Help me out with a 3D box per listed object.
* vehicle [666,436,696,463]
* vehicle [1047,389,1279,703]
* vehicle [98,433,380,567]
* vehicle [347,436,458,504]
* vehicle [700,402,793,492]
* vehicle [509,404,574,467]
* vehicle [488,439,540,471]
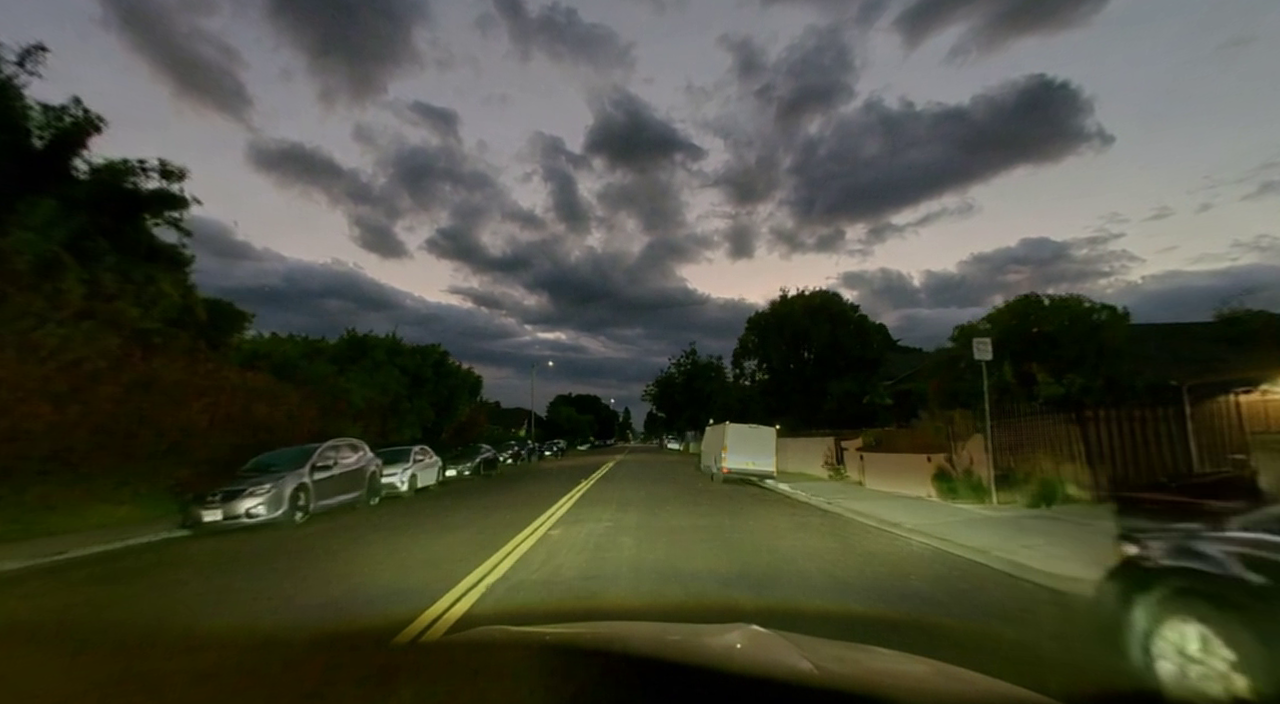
[{"bbox_3d":[3.026,7.297,47.459,1.965,1.855,4.677,0,-8,0],"label":"vehicle"},{"bbox_3d":[3.159,0.724,1.046,1.916,1.484,4.638,0,-8,1],"label":"vehicle"},{"bbox_3d":[-6.294,2.262,10.730,1.901,1.472,4.676,-2,-5,-2],"label":"vehicle"},{"bbox_3d":[-6.236,3.077,16.929,1.758,1.519,3.396,-3,-7,-2],"label":"vehicle"},{"bbox_3d":[3.269,3.010,20.377,2.215,2.542,4.550,-1,-7,1],"label":"vehicle"},{"bbox_3d":[-6.198,5.428,41.047,2.896,3.648,8.004,0,-8,0],"label":"vehicle"},{"bbox_3d":[-6.355,5.227,32.265,1.921,1.470,4.068,0,-8,-2],"label":"vehicle"}]
